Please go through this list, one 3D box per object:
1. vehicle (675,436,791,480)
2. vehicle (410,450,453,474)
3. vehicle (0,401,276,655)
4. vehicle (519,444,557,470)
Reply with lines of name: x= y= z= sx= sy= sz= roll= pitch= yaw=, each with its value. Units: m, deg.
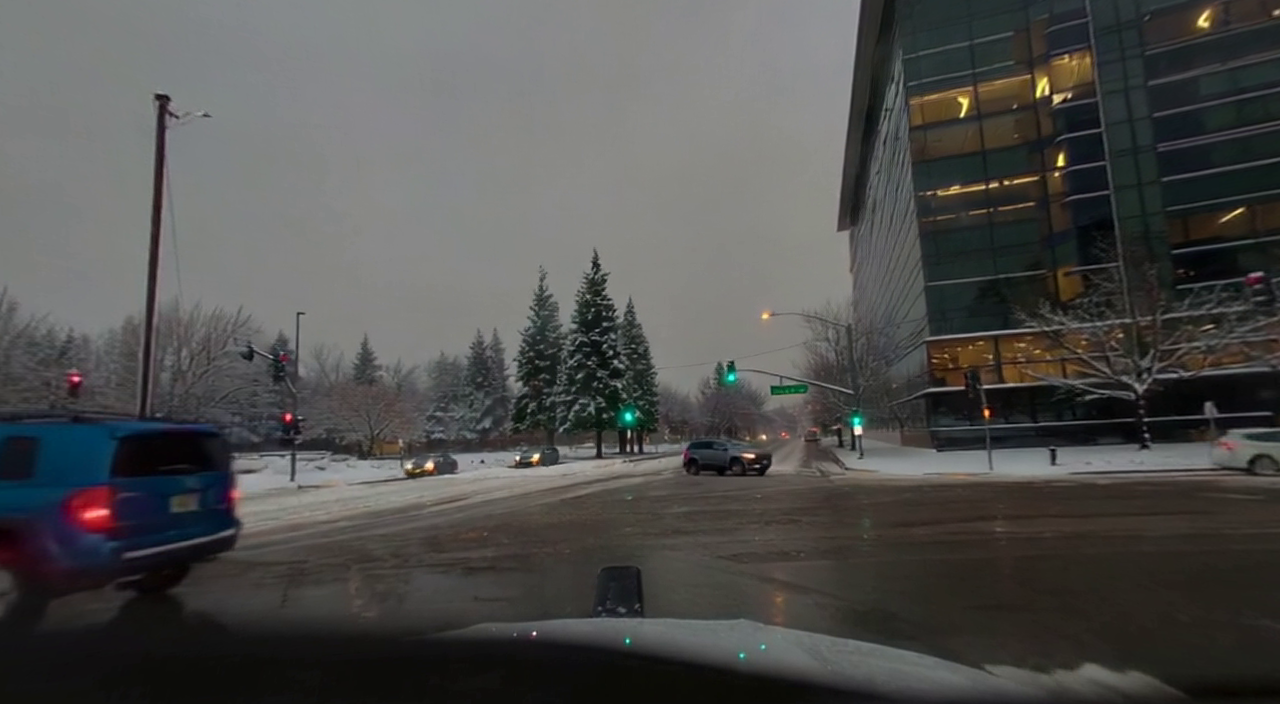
vehicle: x=3.875 y=4.486 z=27.014 sx=1.998 sy=1.674 sz=4.652 roll=8 pitch=-11 yaw=-41
vehicle: x=-14.474 y=7.642 z=44.056 sx=1.786 sy=1.499 sz=3.797 roll=0 pitch=-8 yaw=-2
vehicle: x=-6.014 y=1.439 z=5.782 sx=4.038 sy=1.807 sz=2.085 roll=-1 pitch=-9 yaw=4
vehicle: x=-6.971 y=7.199 z=43.605 sx=2.034 sy=1.663 sz=4.025 roll=0 pitch=-8 yaw=-1
